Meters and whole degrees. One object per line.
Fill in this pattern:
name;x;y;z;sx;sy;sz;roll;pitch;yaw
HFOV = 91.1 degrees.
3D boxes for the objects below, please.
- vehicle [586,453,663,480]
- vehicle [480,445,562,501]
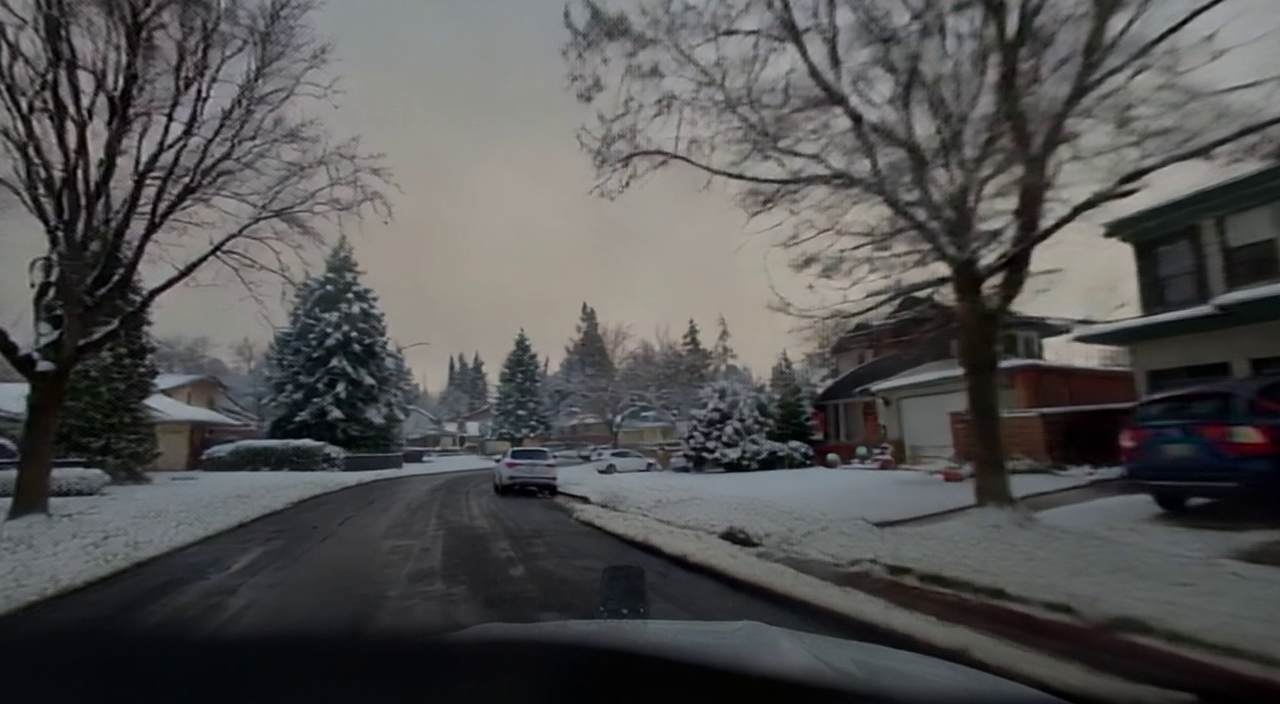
vehicle;-0.960;6.790;37.280;4.457;1.510;1.762;1;-8;-3
vehicle;-4.351;4.200;22.390;2.163;1.760;4.591;3;-9;-19
